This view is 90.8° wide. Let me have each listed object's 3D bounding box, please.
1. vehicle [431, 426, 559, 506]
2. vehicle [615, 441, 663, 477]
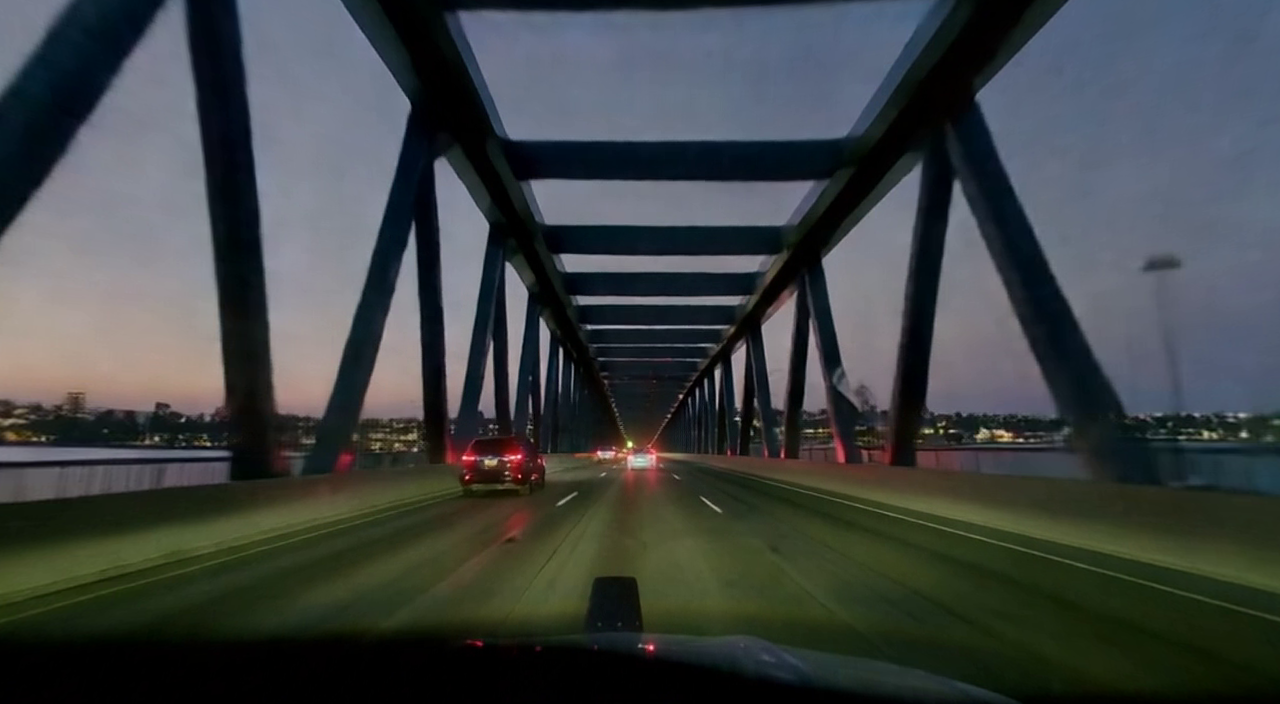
[{"bbox_3d":[-3.617,2.960,16.846,2.190,1.807,4.741,-1,-9,1],"label":"vehicle"},{"bbox_3d":[-0.058,4.799,28.562,2.048,1.450,3.973,0,-9,0],"label":"vehicle"}]
